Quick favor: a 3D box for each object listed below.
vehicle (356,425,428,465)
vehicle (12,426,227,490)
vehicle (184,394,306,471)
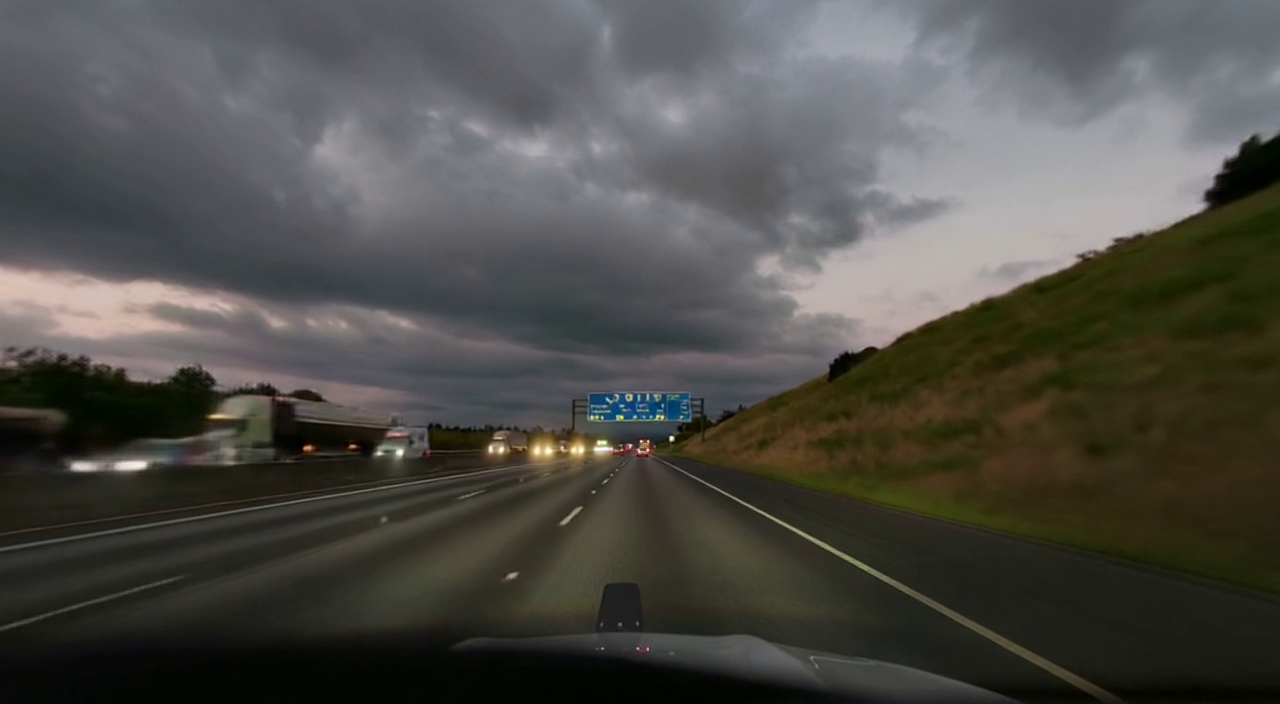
[{"bbox_3d":[-18.260,6.914,46.921,2.450,2.732,6.851,0,-9,0],"label":"vehicle"},{"bbox_3d":[-14.590,3.021,18.188,2.066,1.592,4.822,0,-9,0],"label":"vehicle"},{"bbox_3d":[-22.499,4.707,36.408,2.986,4.073,5.945,0,-9,0],"label":"vehicle"}]
